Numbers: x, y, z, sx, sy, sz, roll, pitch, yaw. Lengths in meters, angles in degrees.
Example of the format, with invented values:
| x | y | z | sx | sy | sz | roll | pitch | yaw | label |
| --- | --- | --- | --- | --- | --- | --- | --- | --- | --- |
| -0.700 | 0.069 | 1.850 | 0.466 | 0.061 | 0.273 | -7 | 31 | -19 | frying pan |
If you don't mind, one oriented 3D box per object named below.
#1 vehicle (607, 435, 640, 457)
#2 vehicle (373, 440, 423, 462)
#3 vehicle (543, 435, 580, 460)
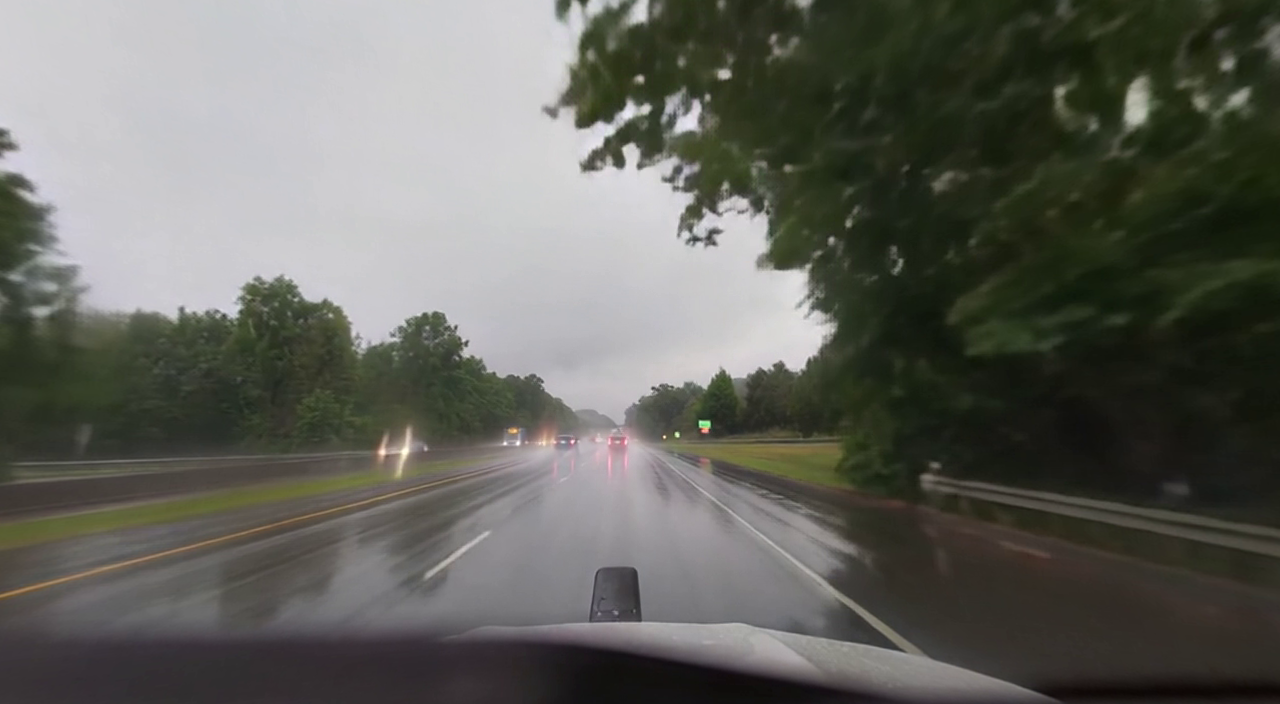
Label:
| x | y | z | sx | sy | sz | roll | pitch | yaw | label |
| --- | --- | --- | --- | --- | --- | --- | --- | --- | --- |
| -1.107 | 6.478 | 43.645 | 2.162 | 1.460 | 4.242 | 0 | -8 | -1 | vehicle |
| -17.086 | 6.970 | 44.668 | 1.897 | 1.479 | 4.203 | 0 | -8 | -1 | vehicle |
| -4.906 | 5.993 | 39.748 | 1.907 | 1.445 | 4.049 | 0 | -8 | -2 | vehicle |
